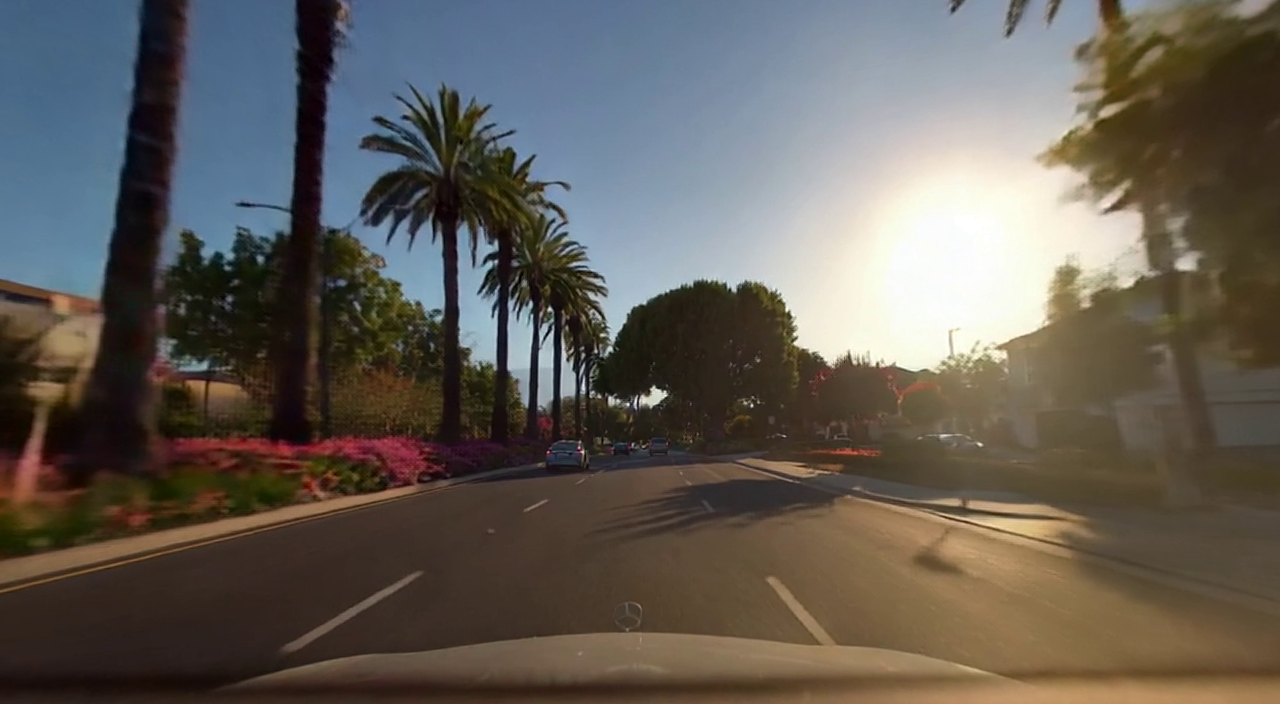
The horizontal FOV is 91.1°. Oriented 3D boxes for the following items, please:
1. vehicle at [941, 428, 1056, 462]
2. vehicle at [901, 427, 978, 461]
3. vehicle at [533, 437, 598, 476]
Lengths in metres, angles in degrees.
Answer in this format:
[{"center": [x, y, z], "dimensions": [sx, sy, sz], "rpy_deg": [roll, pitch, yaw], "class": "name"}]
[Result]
[{"center": [22.008, 5.770, 38.943], "dimensions": [2.426, 1.902, 6.126], "rpy_deg": [2, -9, -15], "class": "vehicle"}, {"center": [21.201, 6.548, 44.760], "dimensions": [2.624, 2.088, 5.064], "rpy_deg": [-3, -8, -5], "class": "vehicle"}, {"center": [-3.029, 4.363, 26.475], "dimensions": [2.036, 1.478, 4.508], "rpy_deg": [0, -8, 2], "class": "vehicle"}]
